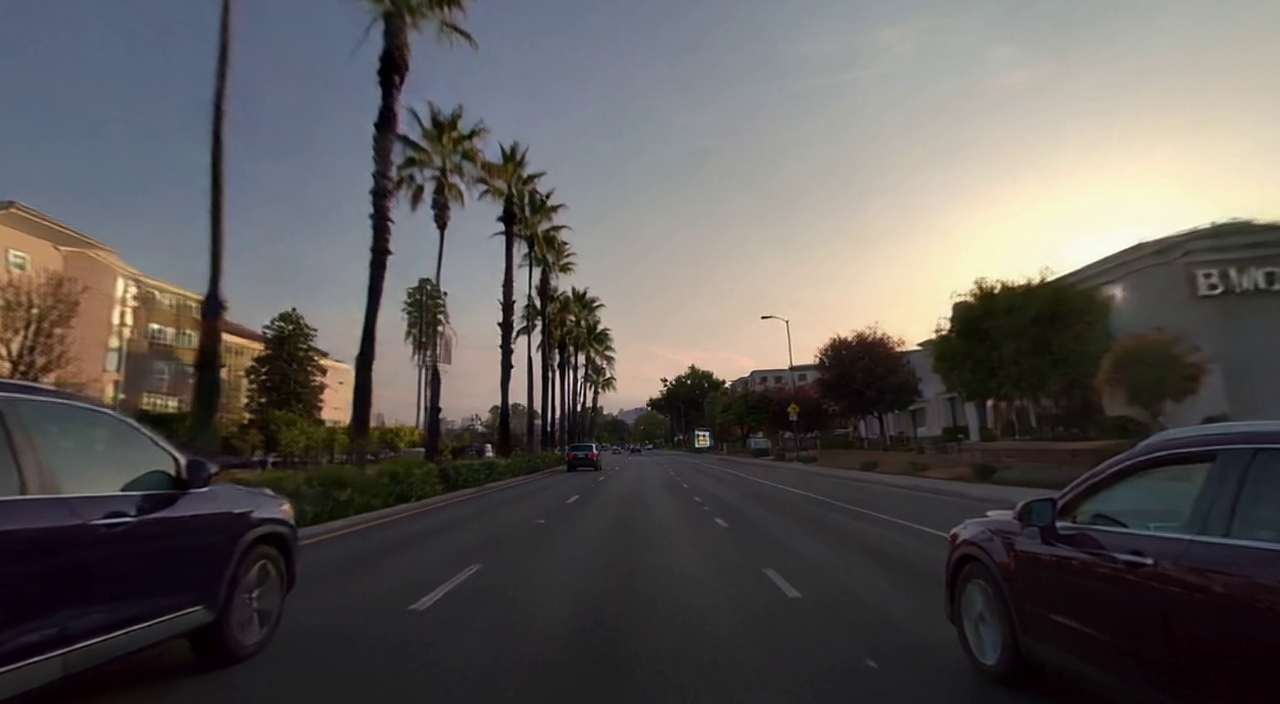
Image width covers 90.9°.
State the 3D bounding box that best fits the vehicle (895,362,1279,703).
[{"bbox_3d":[2.807,0.878,2.416,1.946,1.513,4.133,-1,-8,1],"label":"vehicle"}]

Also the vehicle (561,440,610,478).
[{"bbox_3d":[-2.673,5.317,31.664,1.998,1.743,4.402,-1,-8,1],"label":"vehicle"}]

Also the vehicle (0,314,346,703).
[{"bbox_3d":[-3.257,0.831,2.498,2.058,1.804,4.391,0,-8,0],"label":"vehicle"}]
